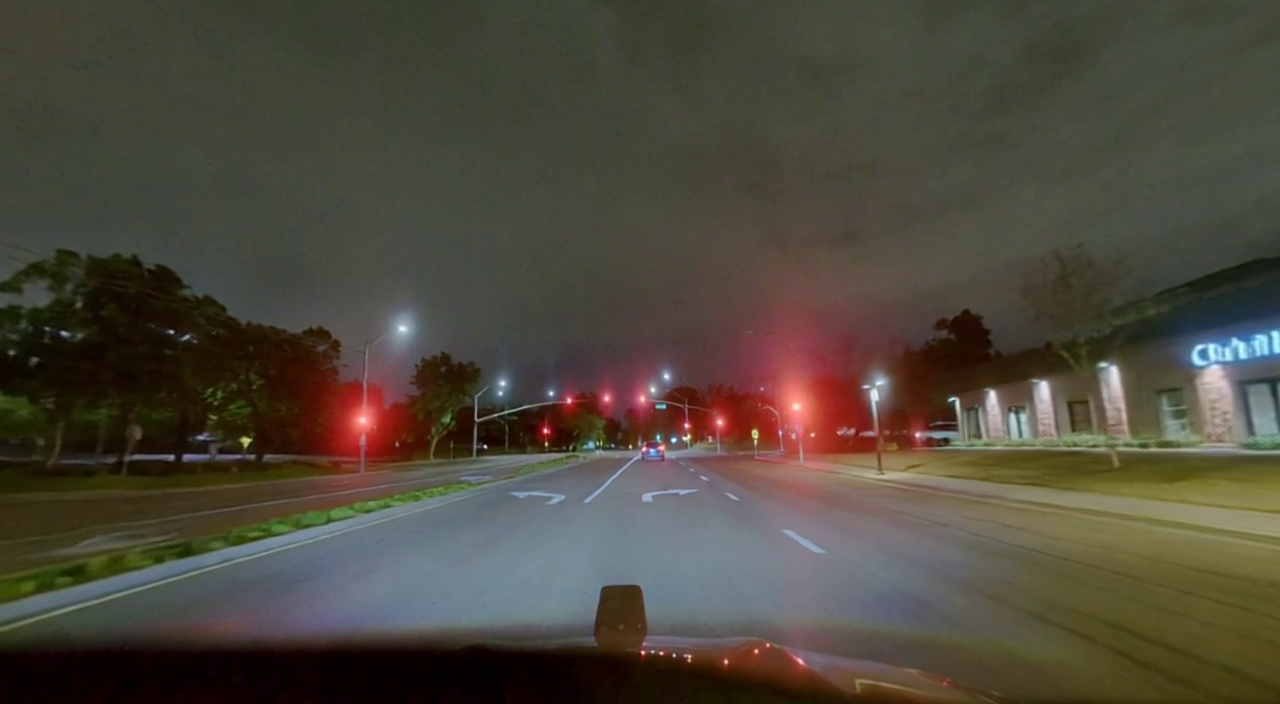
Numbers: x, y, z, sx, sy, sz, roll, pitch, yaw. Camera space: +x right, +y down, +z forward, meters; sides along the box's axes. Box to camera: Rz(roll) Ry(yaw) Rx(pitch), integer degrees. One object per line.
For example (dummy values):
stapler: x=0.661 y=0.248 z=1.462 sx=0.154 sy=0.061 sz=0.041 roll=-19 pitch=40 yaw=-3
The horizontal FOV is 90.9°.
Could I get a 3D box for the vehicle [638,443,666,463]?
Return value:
vehicle: x=0.869 y=7.690 z=48.100 sx=2.028 sy=1.478 sz=4.545 roll=0 pitch=-9 yaw=0
